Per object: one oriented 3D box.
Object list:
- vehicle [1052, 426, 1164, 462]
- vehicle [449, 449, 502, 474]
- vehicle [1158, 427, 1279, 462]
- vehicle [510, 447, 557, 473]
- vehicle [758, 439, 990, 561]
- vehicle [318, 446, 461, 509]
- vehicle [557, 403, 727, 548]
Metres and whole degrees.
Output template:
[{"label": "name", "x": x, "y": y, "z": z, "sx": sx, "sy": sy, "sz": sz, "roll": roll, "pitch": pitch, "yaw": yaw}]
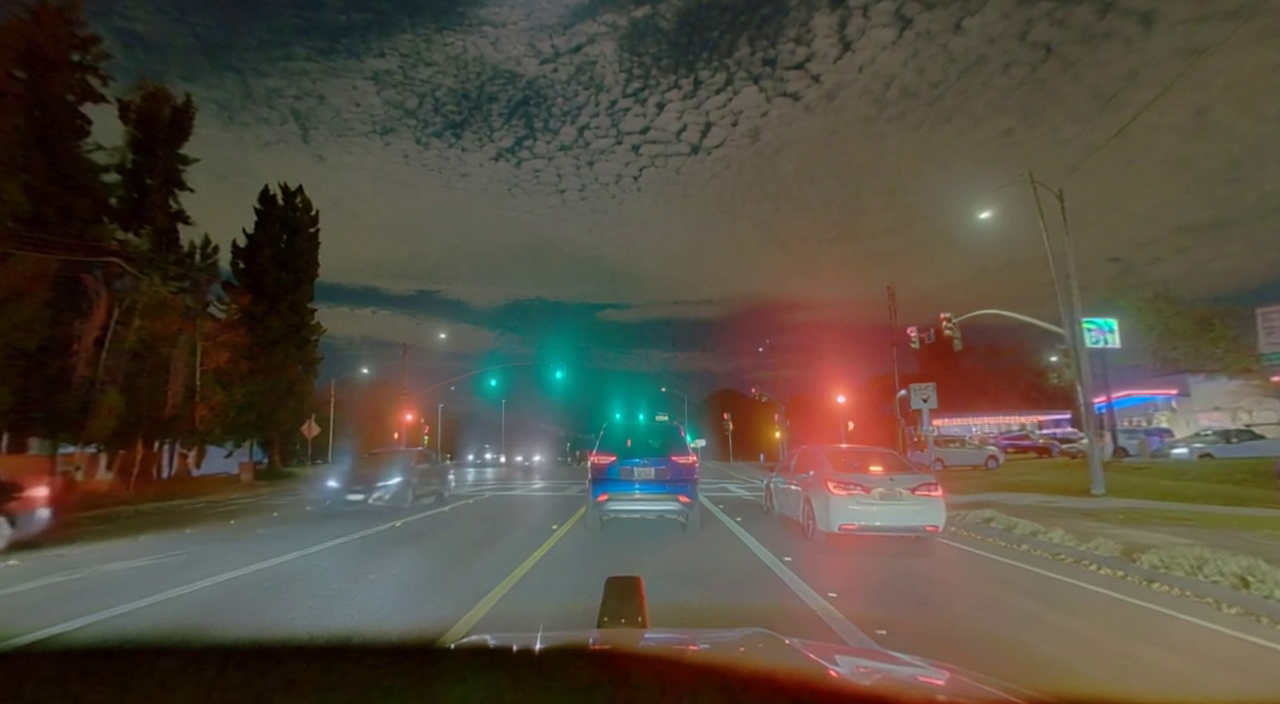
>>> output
[{"label": "vehicle", "x": 26.544, "y": 5.233, "z": 35.728, "sx": 4.704, "sy": 1.919, "sz": 2.130, "roll": 0, "pitch": -8, "yaw": -3}, {"label": "vehicle", "x": -10.834, "y": 7.245, "z": 41.789, "sx": 2.206, "sy": 1.544, "sz": 4.740, "roll": 0, "pitch": -8, "yaw": 0}, {"label": "vehicle", "x": 25.846, "y": 4.080, "z": 27.594, "sx": 4.420, "sy": 1.469, "sz": 1.807, "roll": 0, "pitch": -8, "yaw": 0}, {"label": "vehicle", "x": -6.509, "y": 6.662, "z": 38.860, "sx": 2.054, "sy": 1.478, "sz": 4.584, "roll": 0, "pitch": -8, "yaw": 1}, {"label": "vehicle", "x": 3.327, "y": 2.164, "z": 10.048, "sx": 1.900, "sy": 1.478, "sz": 4.425, "roll": 0, "pitch": -8, "yaw": -2}, {"label": "vehicle", "x": -6.638, "y": 3.341, "z": 17.324, "sx": 1.981, "sy": 1.478, "sz": 4.701, "roll": 0, "pitch": -8, "yaw": 0}, {"label": "vehicle", "x": -0.003, "y": 1.973, "z": 10.662, "sx": 2.296, "sy": 1.947, "sz": 4.168, "roll": 0, "pitch": -8, "yaw": -1}]
